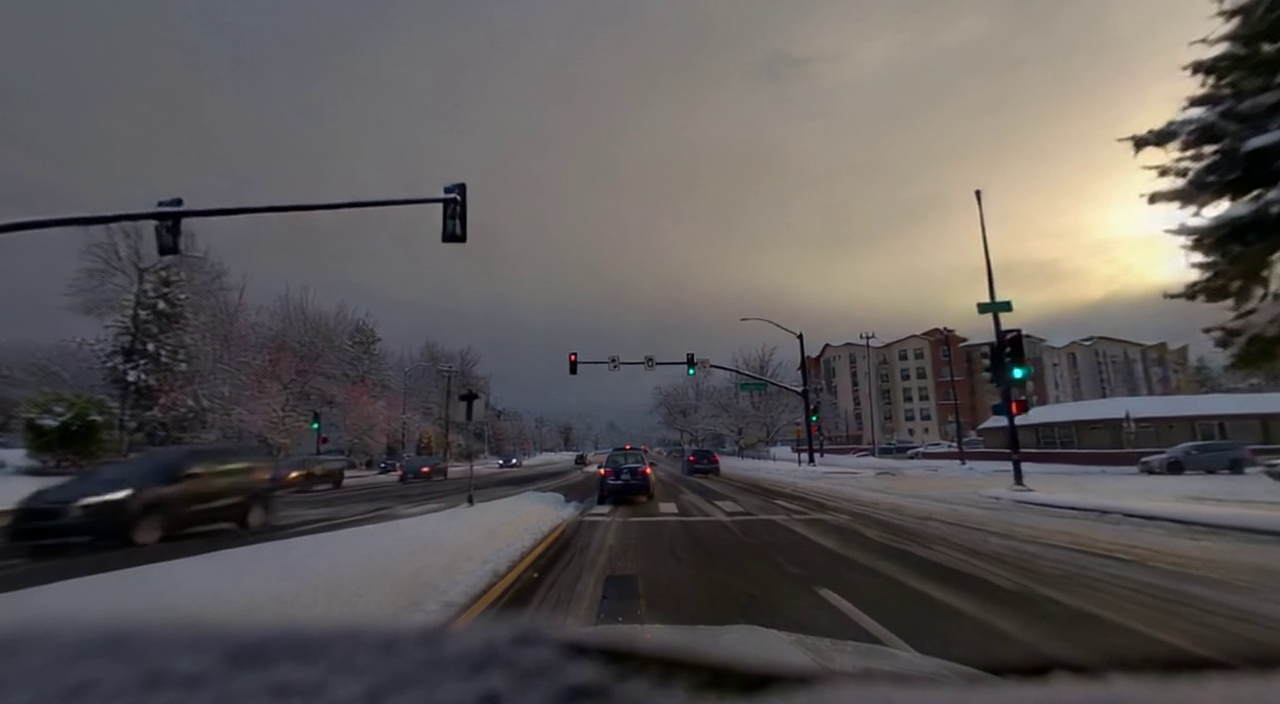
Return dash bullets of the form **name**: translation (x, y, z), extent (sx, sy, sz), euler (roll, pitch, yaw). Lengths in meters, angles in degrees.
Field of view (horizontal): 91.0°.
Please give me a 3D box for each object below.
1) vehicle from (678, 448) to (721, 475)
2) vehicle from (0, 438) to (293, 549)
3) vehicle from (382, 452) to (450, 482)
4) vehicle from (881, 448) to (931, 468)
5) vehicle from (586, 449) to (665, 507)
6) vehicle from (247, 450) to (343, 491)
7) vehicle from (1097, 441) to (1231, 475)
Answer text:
- **vehicle**: translation (3.437, 6.378, 36.866), extent (2.023, 1.506, 3.816), euler (0, -9, -2)
- **vehicle**: translation (-8.507, 2.377, 11.287), extent (1.966, 1.571, 4.479), euler (0, -9, 0)
- **vehicle**: translation (-12.054, 6.213, 34.230), extent (1.963, 1.504, 4.640), euler (0, -9, 0)
- **vehicle**: translation (19.936, 7.922, 47.065), extent (1.932, 1.430, 4.203), euler (-8, -12, 43)
- **vehicle**: translation (-0.382, 3.512, 18.067), extent (2.010, 1.447, 4.121), euler (0, -9, -1)
- **vehicle**: translation (-15.840, 5.441, 29.190), extent (1.922, 1.717, 4.366), euler (0, -9, 0)
- **vehicle**: translation (26.007, 5.285, 31.388), extent (4.665, 1.612, 1.937), euler (-1, -9, 8)
